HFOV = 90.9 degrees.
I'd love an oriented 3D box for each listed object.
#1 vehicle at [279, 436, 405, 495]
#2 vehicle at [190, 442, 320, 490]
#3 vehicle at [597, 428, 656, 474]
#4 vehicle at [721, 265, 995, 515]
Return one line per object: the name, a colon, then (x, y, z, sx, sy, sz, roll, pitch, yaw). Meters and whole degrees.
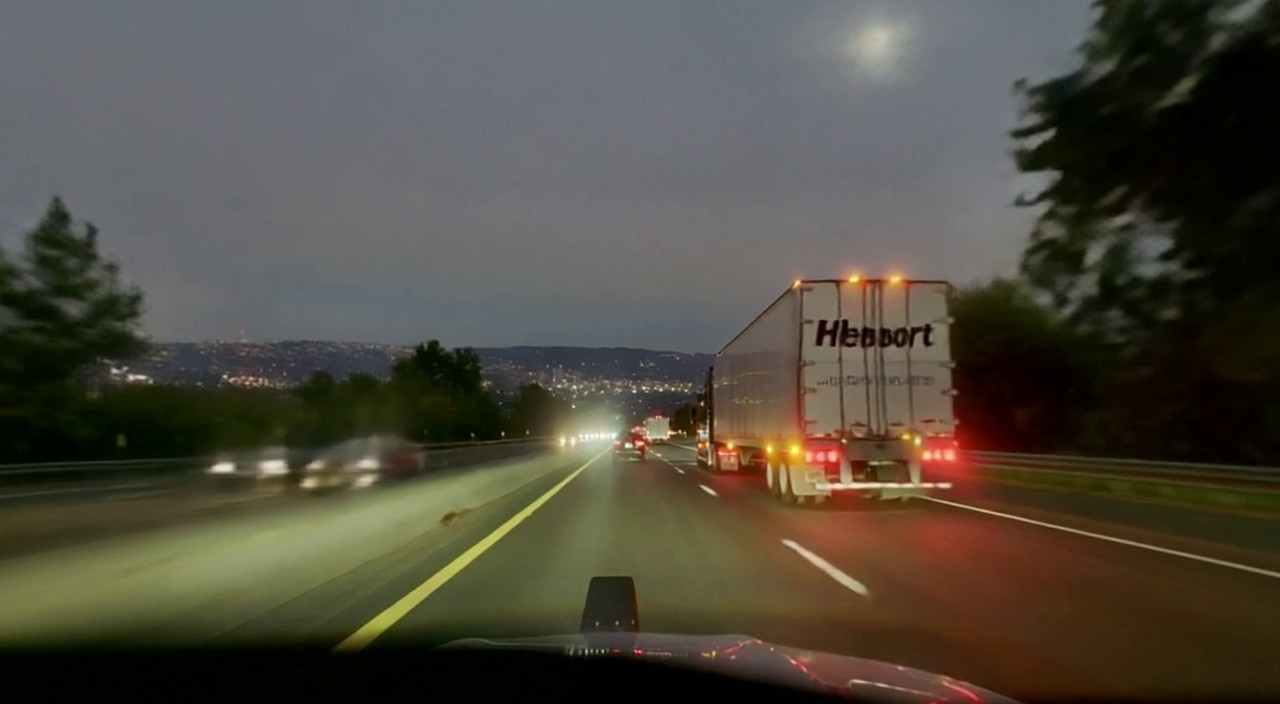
vehicle: (-9.377, 3.538, 20.276, 1.997, 1.660, 4.315, 0, -8, -1)
vehicle: (-13.531, 3.987, 22.524, 1.830, 1.478, 4.507, 0, -8, -1)
vehicle: (-0.511, 3.747, 24.150, 2.095, 1.557, 3.963, 0, -8, -1)
vehicle: (4.099, 1.204, 15.061, 2.853, 4.038, 9.831, 0, -8, -1)
